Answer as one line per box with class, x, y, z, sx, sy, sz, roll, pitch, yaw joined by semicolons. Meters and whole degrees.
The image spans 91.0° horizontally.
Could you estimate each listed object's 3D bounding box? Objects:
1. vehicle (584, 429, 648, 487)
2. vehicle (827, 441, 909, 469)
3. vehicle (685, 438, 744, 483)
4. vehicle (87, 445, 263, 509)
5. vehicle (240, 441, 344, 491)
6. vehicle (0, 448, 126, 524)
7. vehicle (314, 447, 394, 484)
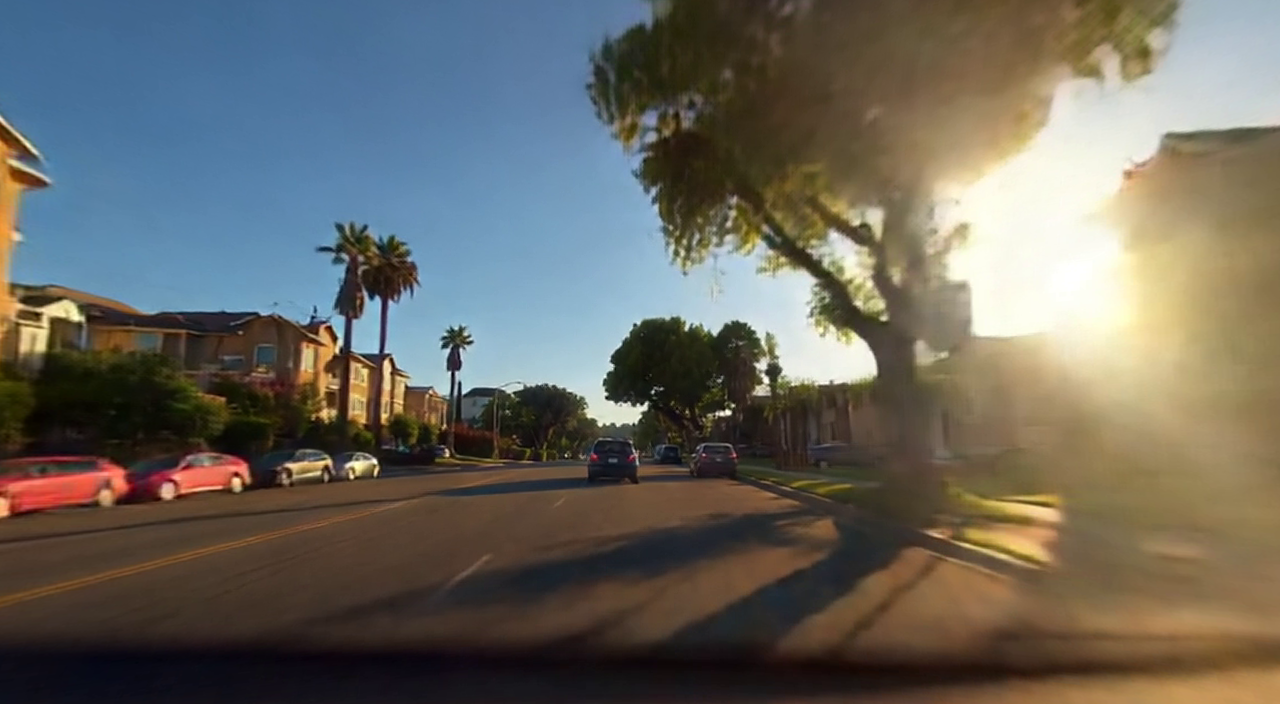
vehicle;-0.727;3.693;22.267;1.994;1.810;5.057;0;-8;0
vehicle;13.922;6.313;38.580;4.238;1.621;2.067;0;-8;-1
vehicle;3.315;4.910;28.695;1.949;1.685;4.161;6;-9;-1
vehicle;-14.067;3.752;19.505;1.875;1.496;4.728;-4;-7;1
vehicle;-14.067;4.587;25.762;1.890;1.640;4.320;-3;-7;-1
vehicle;-14.114;2.989;13.955;1.884;1.451;4.435;-4;-7;-2
vehicle;-14.164;5.604;31.467;1.877;1.443;4.677;-3;-7;-1
